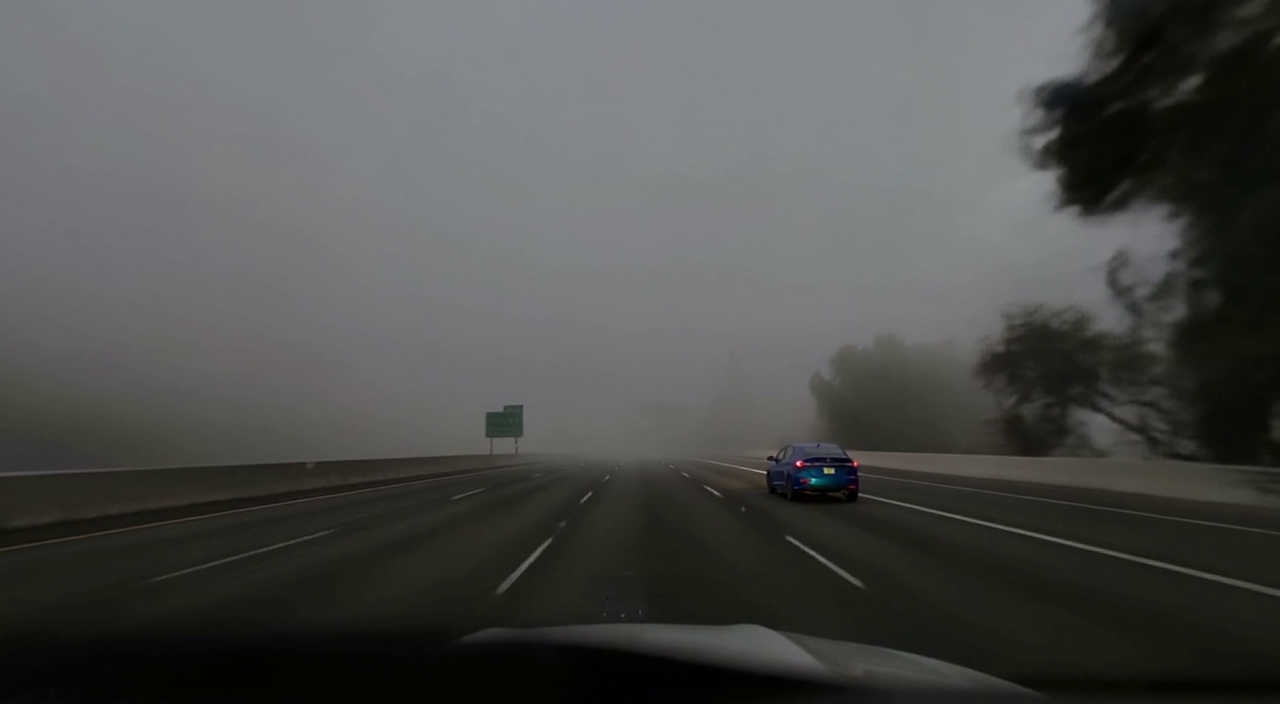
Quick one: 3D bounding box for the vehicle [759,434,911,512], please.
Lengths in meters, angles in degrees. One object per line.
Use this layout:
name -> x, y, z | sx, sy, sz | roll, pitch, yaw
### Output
vehicle -> 4.243, 2.704, 14.574 | 2.033, 1.501, 4.398 | 0, -9, -1
